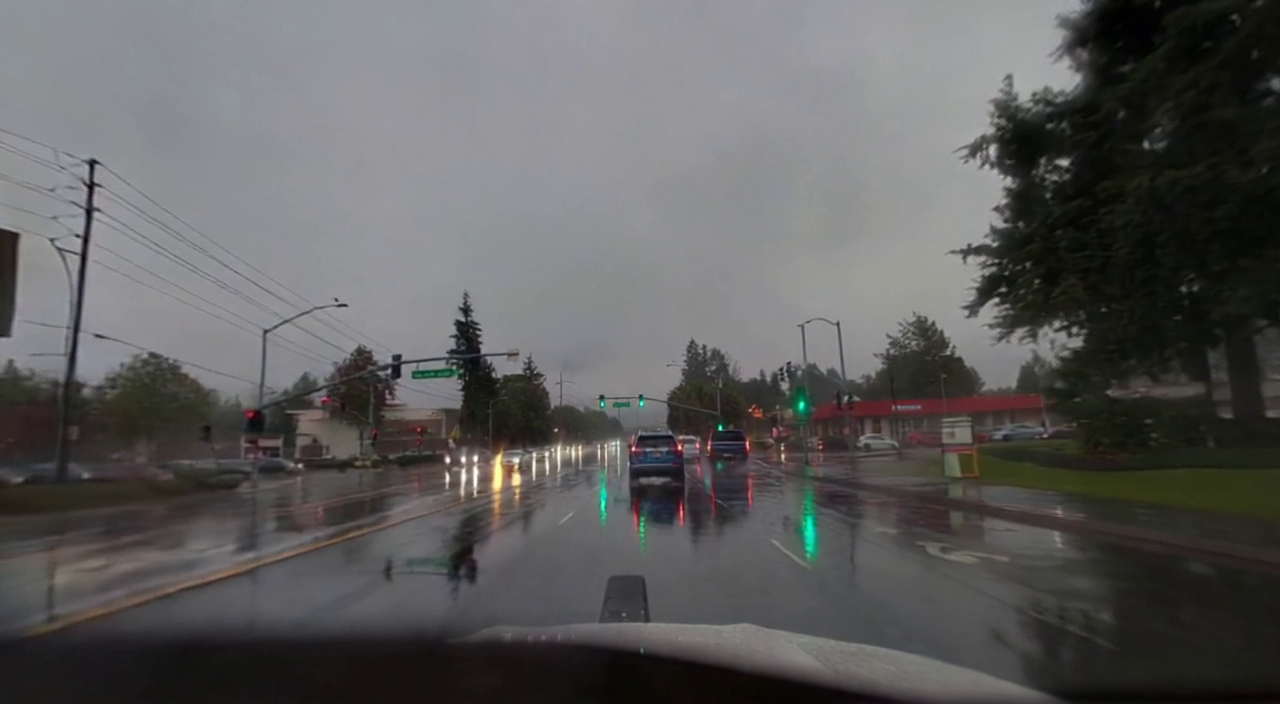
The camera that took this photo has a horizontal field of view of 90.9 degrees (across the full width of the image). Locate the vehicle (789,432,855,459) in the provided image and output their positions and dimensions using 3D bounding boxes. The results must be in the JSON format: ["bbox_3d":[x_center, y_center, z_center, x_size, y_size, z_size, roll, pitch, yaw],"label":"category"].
[{"bbox_3d":[12.622,6.489,43.608,4.386,1.760,2.228,7,-11,-38],"label":"vehicle"}]

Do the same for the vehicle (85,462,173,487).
[{"bbox_3d":[-37.694,9.031,46.591,4.839,1.742,1.993,-1,-8,4],"label":"vehicle"}]

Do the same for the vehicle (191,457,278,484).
[{"bbox_3d":[-29.666,8.666,46.227,4.890,1.806,2.205,0,-9,2],"label":"vehicle"}]

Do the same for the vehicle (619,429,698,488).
[{"bbox_3d":[0.593,3.788,22.821,2.513,1.854,5.235,0,-9,0],"label":"vehicle"}]

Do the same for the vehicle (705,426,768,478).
[{"bbox_3d":[4.319,4.597,29.203,2.452,2.148,5.877,-1,-9,5],"label":"vehicle"}]

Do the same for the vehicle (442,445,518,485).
[{"bbox_3d":[-6.495,4.626,26.169,1.966,1.461,4.422,0,-9,1],"label":"vehicle"}]
